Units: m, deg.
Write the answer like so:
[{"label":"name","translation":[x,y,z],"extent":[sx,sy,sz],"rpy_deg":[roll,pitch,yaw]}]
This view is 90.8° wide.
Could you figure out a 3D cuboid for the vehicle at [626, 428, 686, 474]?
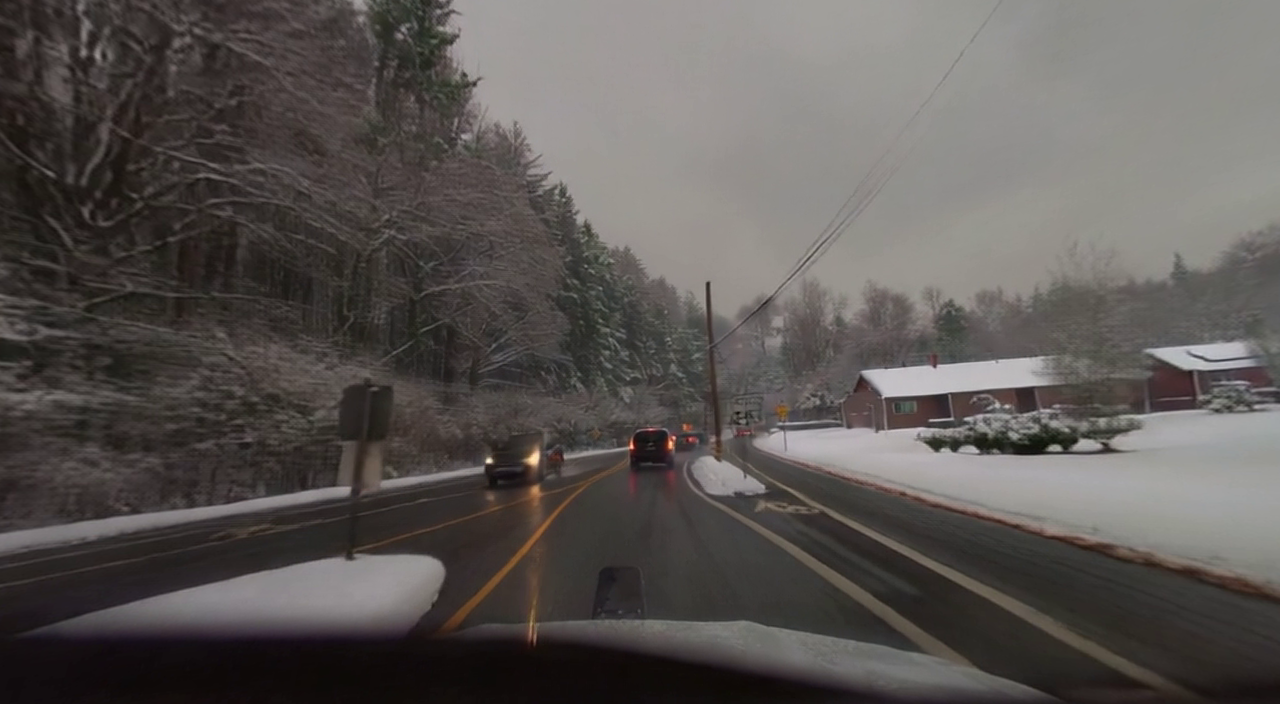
[{"label":"vehicle","translation":[0.740,4.020,25.789],"extent":[2.216,1.708,4.110],"rpy_deg":[-1,-8,4]}]

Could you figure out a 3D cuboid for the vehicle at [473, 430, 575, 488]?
[{"label":"vehicle","translation":[-3.612,3.434,20.605],"extent":[2.087,1.677,4.467],"rpy_deg":[-1,-8,6]}]
